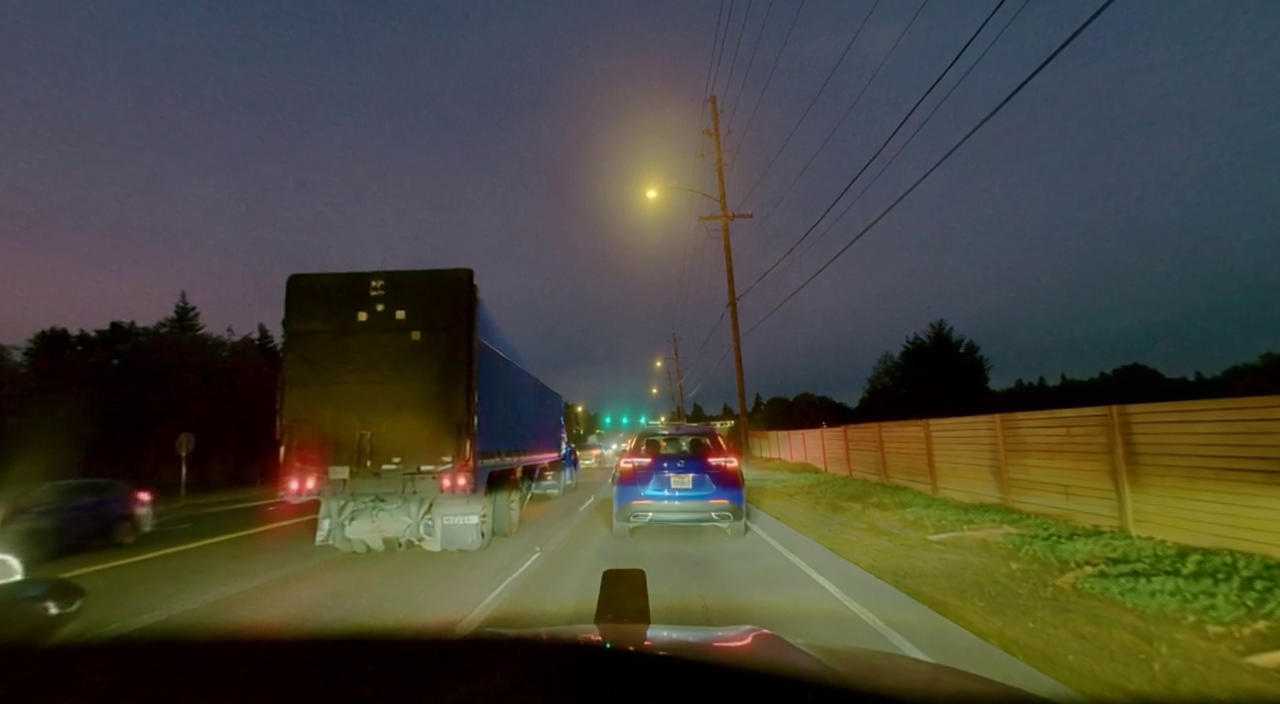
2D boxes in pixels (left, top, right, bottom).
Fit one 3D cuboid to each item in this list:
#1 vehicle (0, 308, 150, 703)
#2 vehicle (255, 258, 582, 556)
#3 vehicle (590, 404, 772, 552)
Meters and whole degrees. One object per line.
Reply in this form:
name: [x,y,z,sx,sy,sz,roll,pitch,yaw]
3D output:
vehicle: [-3.129,0.525,0.293,2.093,1.832,4.508,0,-9,1]
vehicle: [-3.065,1.285,12.193,2.928,3.658,8.980,0,-9,1]
vehicle: [0.474,1.817,9.672,2.174,1.749,4.113,0,-9,0]
